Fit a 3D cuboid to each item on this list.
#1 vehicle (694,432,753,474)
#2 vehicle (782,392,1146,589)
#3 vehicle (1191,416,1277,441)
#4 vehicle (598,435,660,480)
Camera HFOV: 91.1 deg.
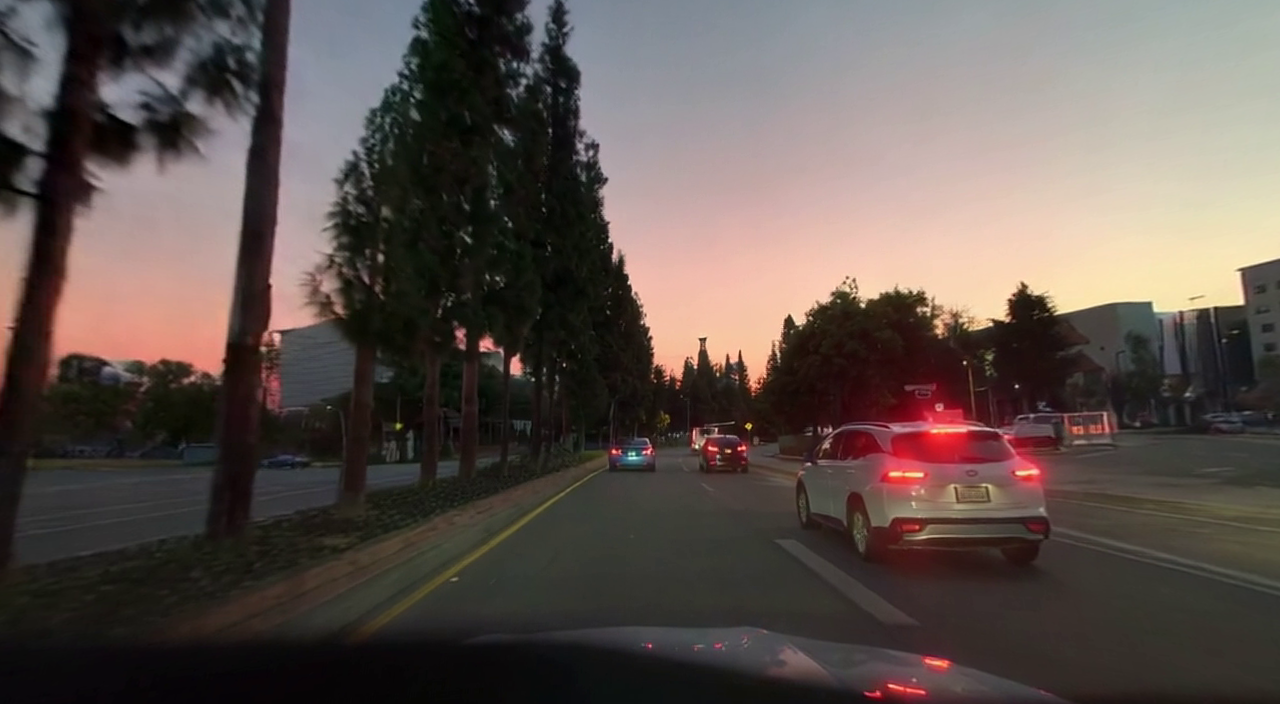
[{"bbox_3d":[3.612,4.453,27.934,1.982,1.709,4.427,0,-8,-1],"label":"vehicle"},{"bbox_3d":[3.330,1.530,7.715,2.130,1.718,4.310,0,-8,0],"label":"vehicle"},{"bbox_3d":[39.876,5.188,42.286,1.839,1.506,4.108,0,-8,2],"label":"vehicle"},{"bbox_3d":[-0.357,3.877,23.380,2.111,1.506,4.018,0,-8,0],"label":"vehicle"}]
